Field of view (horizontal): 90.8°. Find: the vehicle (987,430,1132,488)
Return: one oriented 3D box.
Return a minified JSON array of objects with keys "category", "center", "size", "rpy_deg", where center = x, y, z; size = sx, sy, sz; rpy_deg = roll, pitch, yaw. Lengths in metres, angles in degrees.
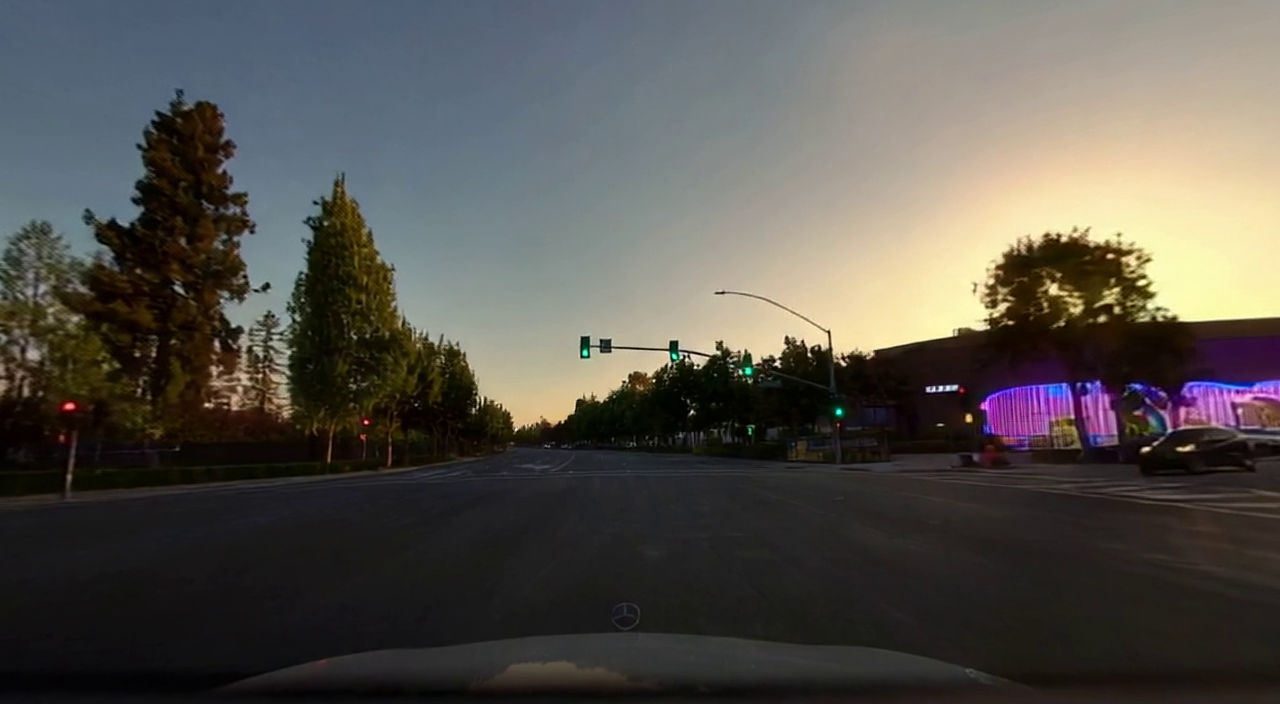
[{"category":"vehicle","center":[13.319,3.362,20.095],"size":[3.780,1.496,1.867],"rpy_deg":[0,-8,-21]}]

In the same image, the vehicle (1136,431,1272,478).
[{"category":"vehicle","center":[19.662,3.548,22.046],"size":[3.942,1.505,1.848],"rpy_deg":[3,-9,-22]}]
